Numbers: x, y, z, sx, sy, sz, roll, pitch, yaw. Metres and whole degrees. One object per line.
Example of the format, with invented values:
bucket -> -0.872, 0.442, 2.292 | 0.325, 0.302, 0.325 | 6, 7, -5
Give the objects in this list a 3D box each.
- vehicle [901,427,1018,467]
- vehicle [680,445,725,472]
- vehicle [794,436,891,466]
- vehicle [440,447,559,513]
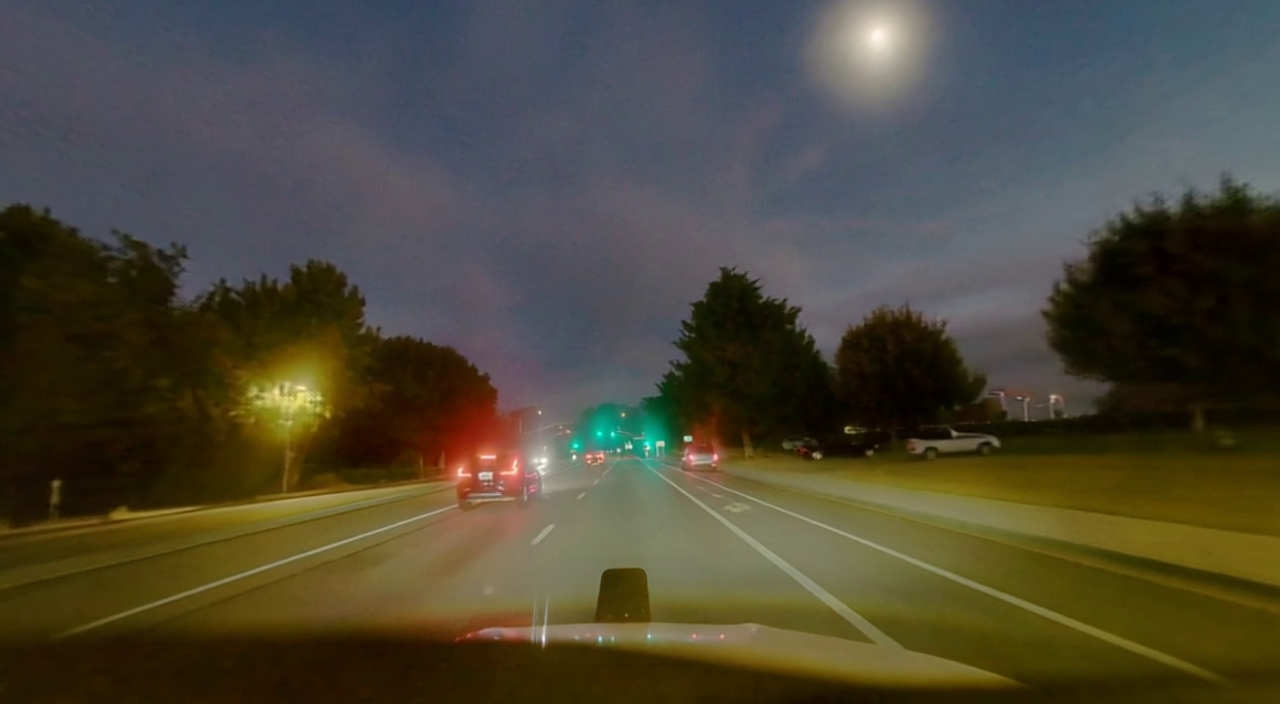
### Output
vehicle -> 14.043, 4.193, 27.890 | 3.965, 1.543, 2.021 | -2, -8, -1
vehicle -> 3.904, 6.742, 40.180 | 2.107, 1.620, 4.793 | 0, -8, -3
vehicle -> 11.356, 5.567, 35.588 | 4.766, 1.585, 2.020 | 0, -8, -4
vehicle -> -3.468, 3.232, 16.474 | 2.099, 1.470, 4.302 | 0, -8, 0
